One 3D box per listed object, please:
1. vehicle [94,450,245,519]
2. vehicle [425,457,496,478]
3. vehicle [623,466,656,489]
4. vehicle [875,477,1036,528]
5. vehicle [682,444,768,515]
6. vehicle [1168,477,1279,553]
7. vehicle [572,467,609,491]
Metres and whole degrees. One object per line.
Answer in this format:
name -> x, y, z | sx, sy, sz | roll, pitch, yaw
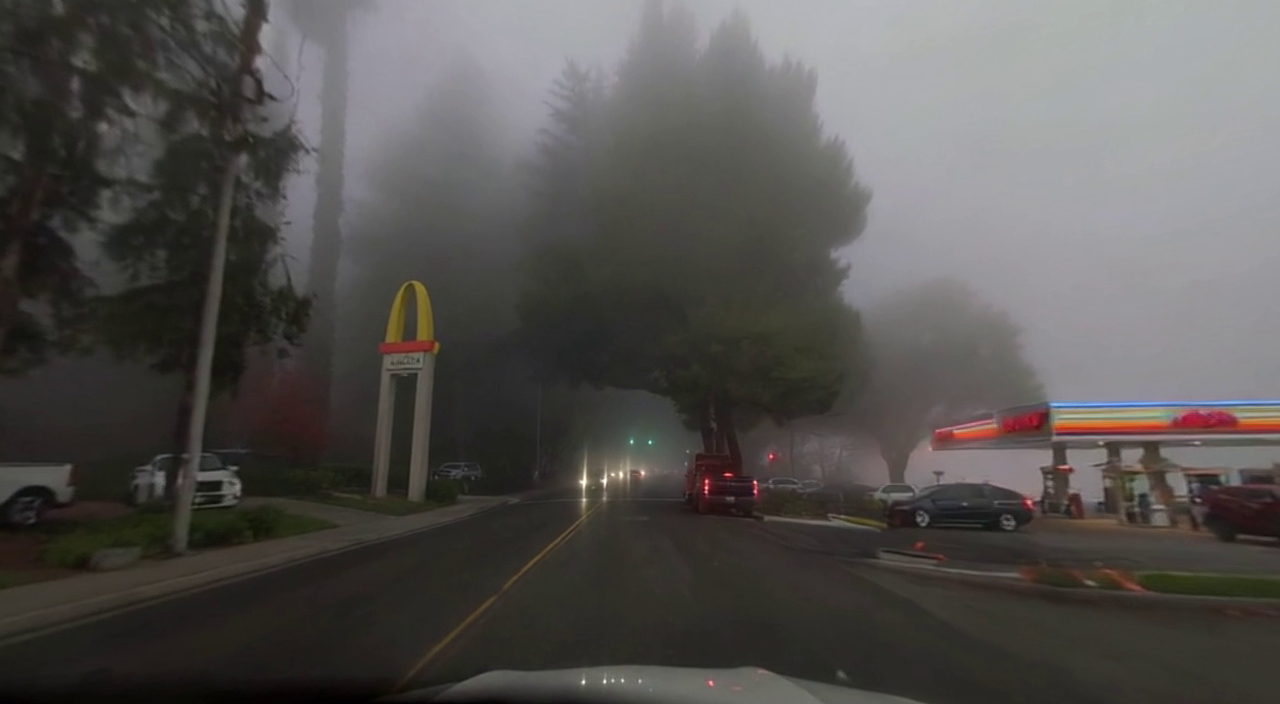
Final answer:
vehicle -> -12.290, 3.419, 16.517 | 2.871, 1.604, 1.710 | 10, -14, -41
vehicle -> -13.360, 8.619, 47.106 | 4.677, 1.478, 1.904 | 0, -10, 4
vehicle -> 0.008, 8.618, 43.375 | 1.993, 1.454, 3.810 | 0, -10, 4
vehicle -> 9.899, 4.738, 20.020 | 4.123, 1.446, 1.807 | 1, -10, -1
vehicle -> 2.698, 4.278, 21.407 | 2.153, 2.074, 5.188 | 1, -10, -1
vehicle -> 15.393, 3.865, 15.105 | 2.096, 1.611, 3.912 | 0, -10, 3
vehicle -> -3.245, 8.434, 41.951 | 1.999, 1.467, 4.256 | 0, -10, 1
